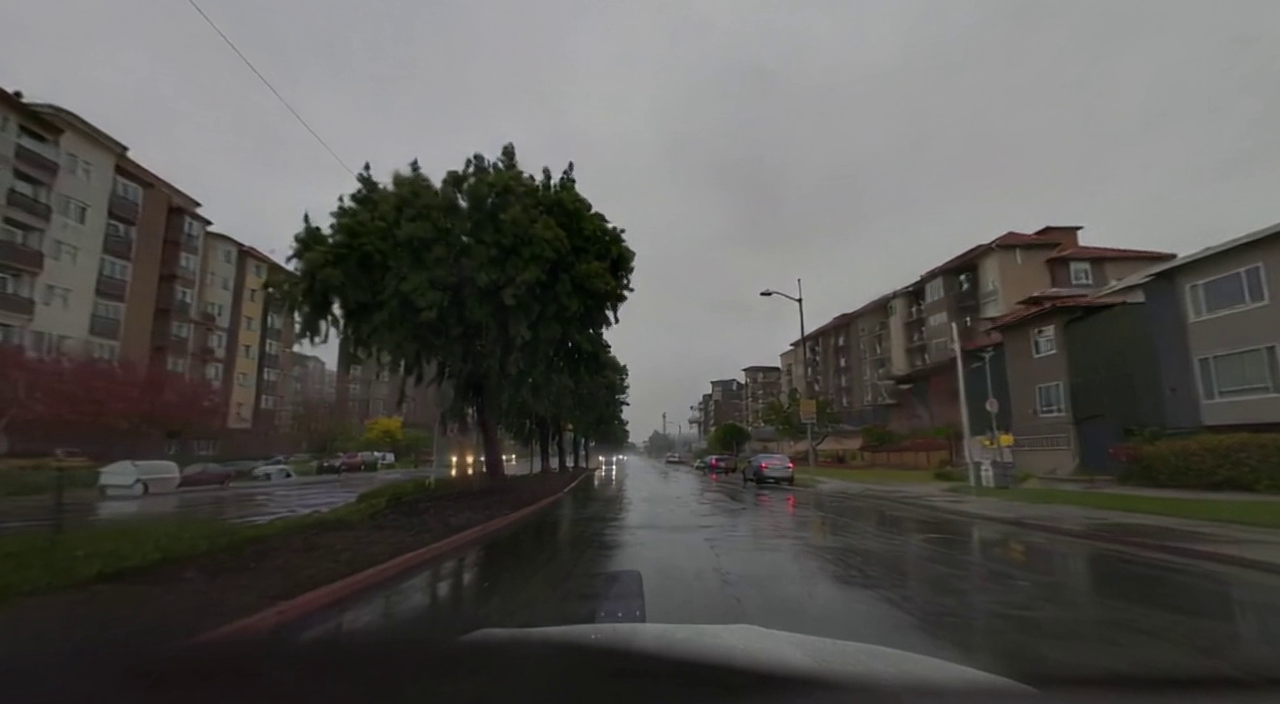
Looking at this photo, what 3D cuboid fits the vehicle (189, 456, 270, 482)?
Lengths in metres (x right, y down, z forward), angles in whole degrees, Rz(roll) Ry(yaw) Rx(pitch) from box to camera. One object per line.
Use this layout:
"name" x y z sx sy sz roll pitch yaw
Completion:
"vehicle" -25.761 7.317 39.675 1.931 1.427 4.578 0 -9 1

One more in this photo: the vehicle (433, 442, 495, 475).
"vehicle" -11.823 7.190 42.857 2.445 2.105 5.995 0 -9 0

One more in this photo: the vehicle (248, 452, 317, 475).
"vehicle" -25.543 7.948 45.155 1.939 1.514 4.793 0 -9 3

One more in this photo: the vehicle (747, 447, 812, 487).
"vehicle" 7.060 5.833 32.430 2.241 1.877 4.810 0 -9 0

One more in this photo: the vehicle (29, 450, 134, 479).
"vehicle" -32.473 6.528 36.692 1.836 1.533 4.324 -8 -12 43
